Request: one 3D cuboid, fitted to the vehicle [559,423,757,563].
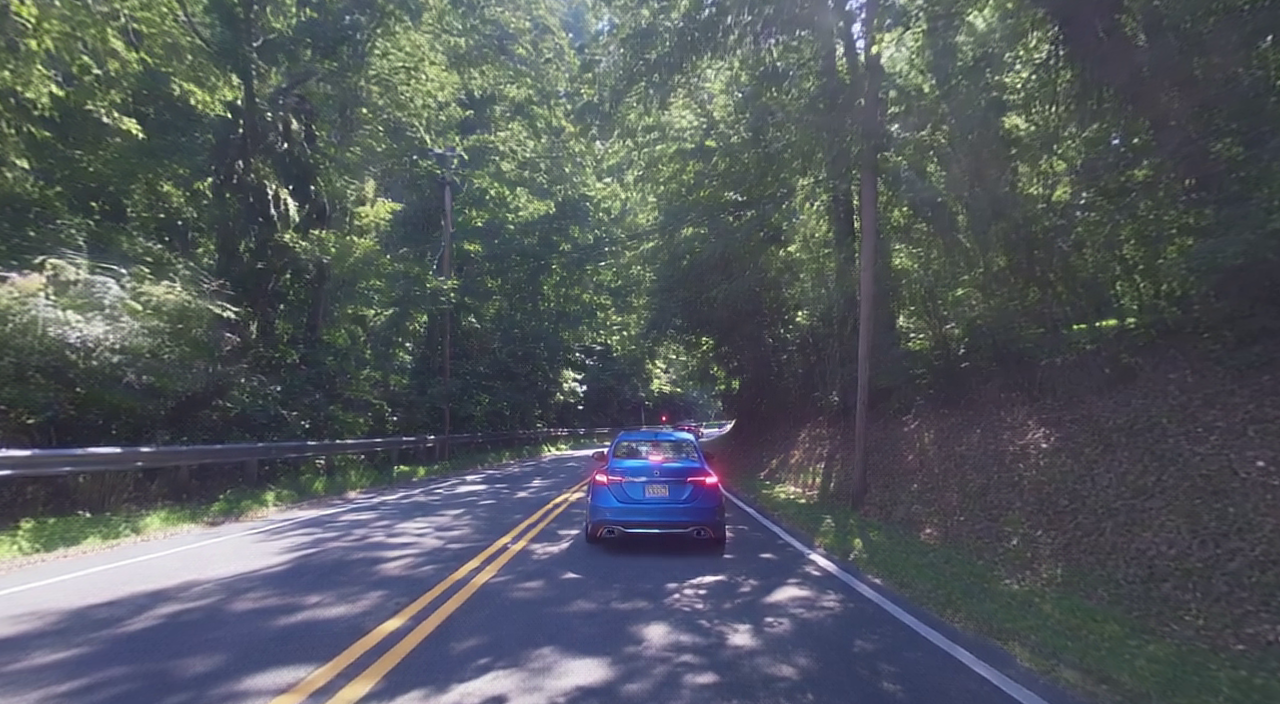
[{"bbox_3d":[0.234,1.849,8.918,2.187,1.533,3.726,0,-8,1],"label":"vehicle"}]
